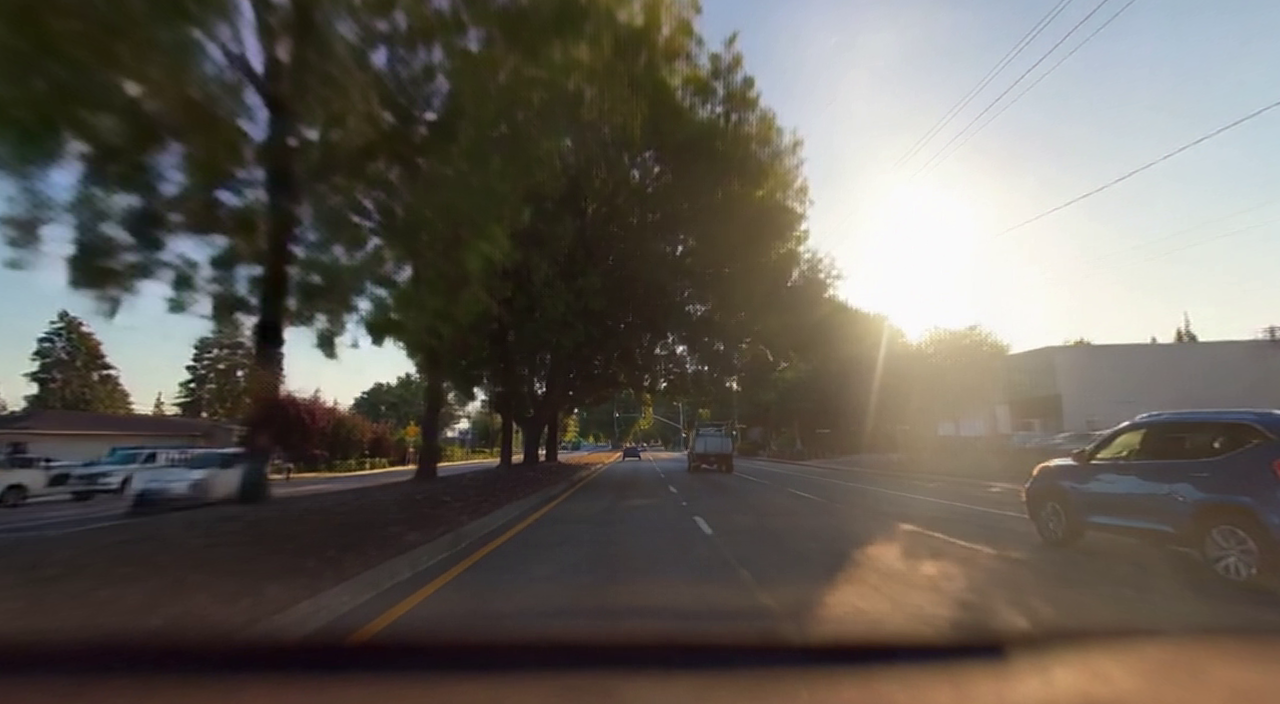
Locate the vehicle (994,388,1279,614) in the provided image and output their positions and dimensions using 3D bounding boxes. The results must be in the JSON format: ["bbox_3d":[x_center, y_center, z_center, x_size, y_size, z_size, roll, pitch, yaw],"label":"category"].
[{"bbox_3d":[6.019,1.394,6.481,2.012,1.754,4.635,0,-8,-1],"label":"vehicle"}]

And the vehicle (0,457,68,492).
[{"bbox_3d":[-27.977,5.326,27.629,4.052,1.403,1.948,-1,-8,2],"label":"vehicle"}]

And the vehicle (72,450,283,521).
[{"bbox_3d":[-11.409,3.268,16.136,1.888,1.480,4.644,0,-8,0],"label":"vehicle"}]
